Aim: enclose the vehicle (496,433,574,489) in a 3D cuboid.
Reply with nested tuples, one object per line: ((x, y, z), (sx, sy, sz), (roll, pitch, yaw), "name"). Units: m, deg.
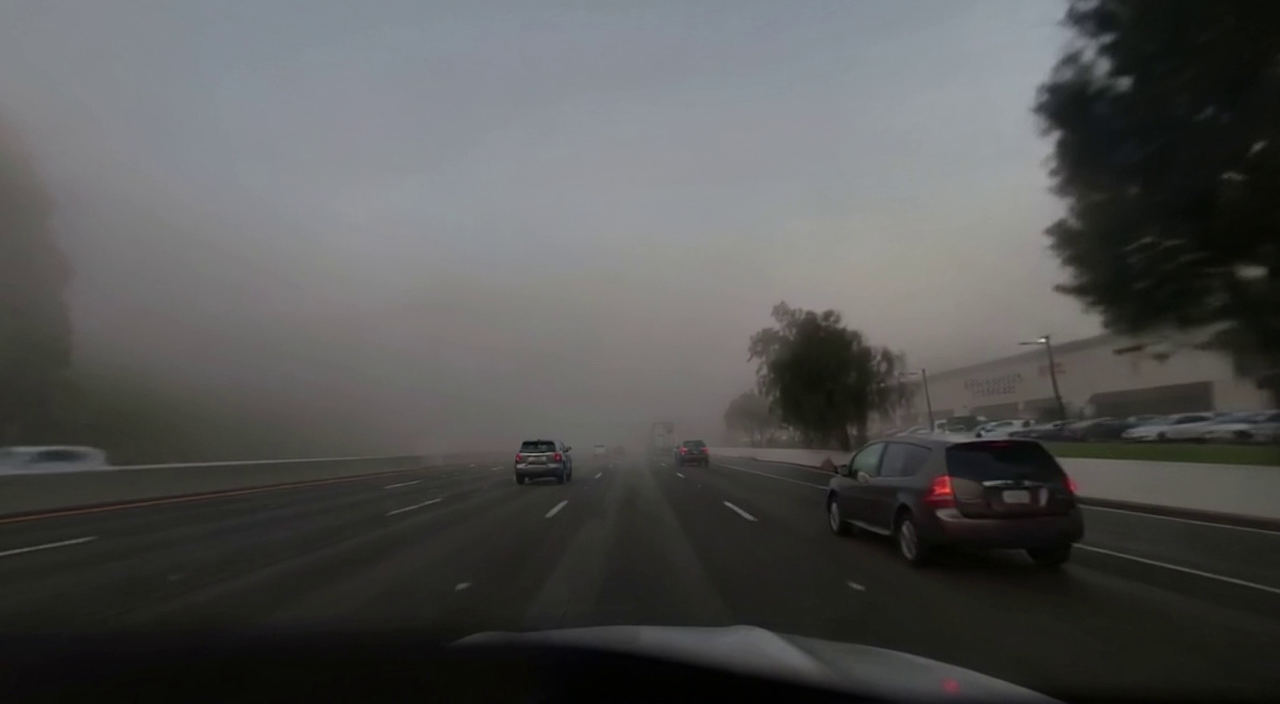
((-3.616, 3.842, 22.618), (1.987, 1.765, 4.508), (0, -8, 0), "vehicle")

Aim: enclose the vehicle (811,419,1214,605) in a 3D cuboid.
((3.737, 1.673, 7.628), (1.957, 1.510, 4.643), (0, -8, -1), "vehicle")

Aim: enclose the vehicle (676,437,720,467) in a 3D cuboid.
((3.621, 6.326, 40.156), (2.198, 1.807, 4.530), (0, -8, -2), "vehicle")

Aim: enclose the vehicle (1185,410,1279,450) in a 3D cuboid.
((29.189, 3.714, 29.952), (4.686, 1.840, 2.075), (0, -8, -1), "vehicle")
